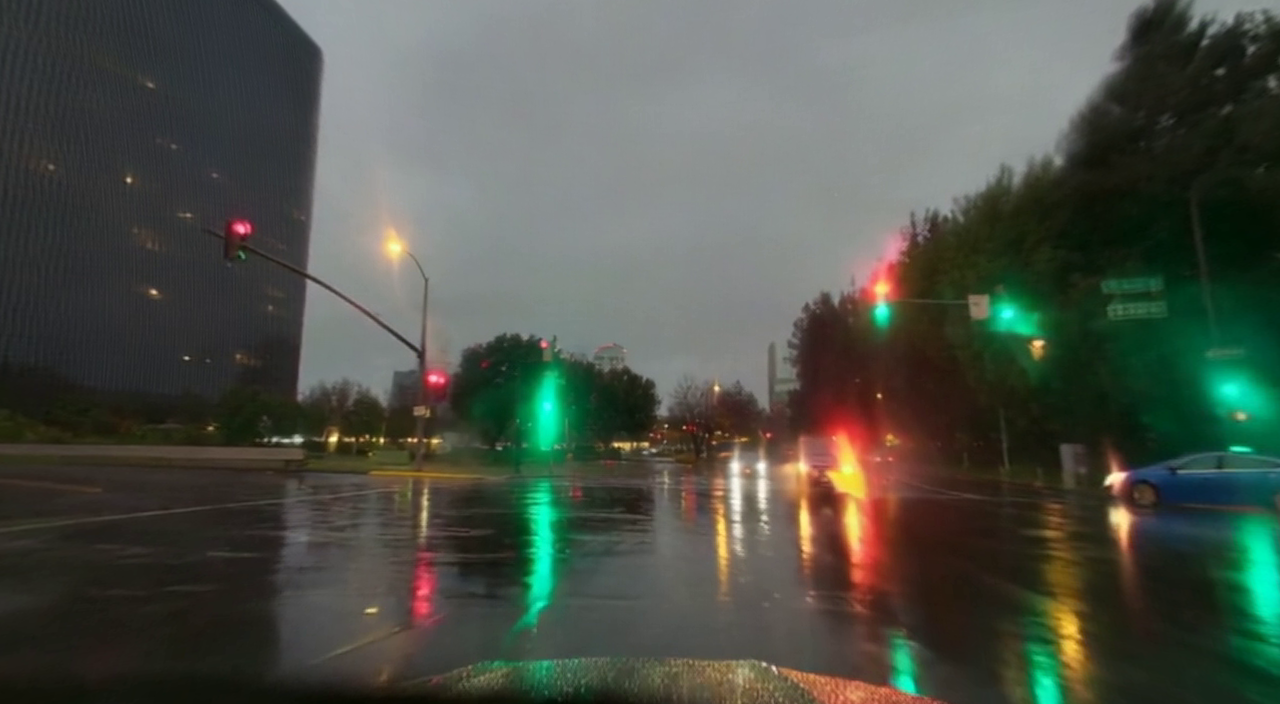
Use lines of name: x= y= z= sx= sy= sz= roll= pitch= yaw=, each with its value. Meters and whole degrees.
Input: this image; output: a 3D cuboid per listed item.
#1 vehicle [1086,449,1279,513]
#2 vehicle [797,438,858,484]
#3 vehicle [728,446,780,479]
vehicle: x=15.511 y=3.436 z=17.268 sx=1.971 sy=1.503 sz=4.896 roll=3 pitch=-9 yaw=-20
vehicle: x=7.571 y=4.413 z=25.790 sx=2.018 sy=1.699 sz=4.751 roll=-2 pitch=-9 yaw=13
vehicle: x=5.740 y=5.445 z=31.225 sx=2.068 sy=1.486 sz=4.664 roll=-3 pitch=-9 yaw=15
